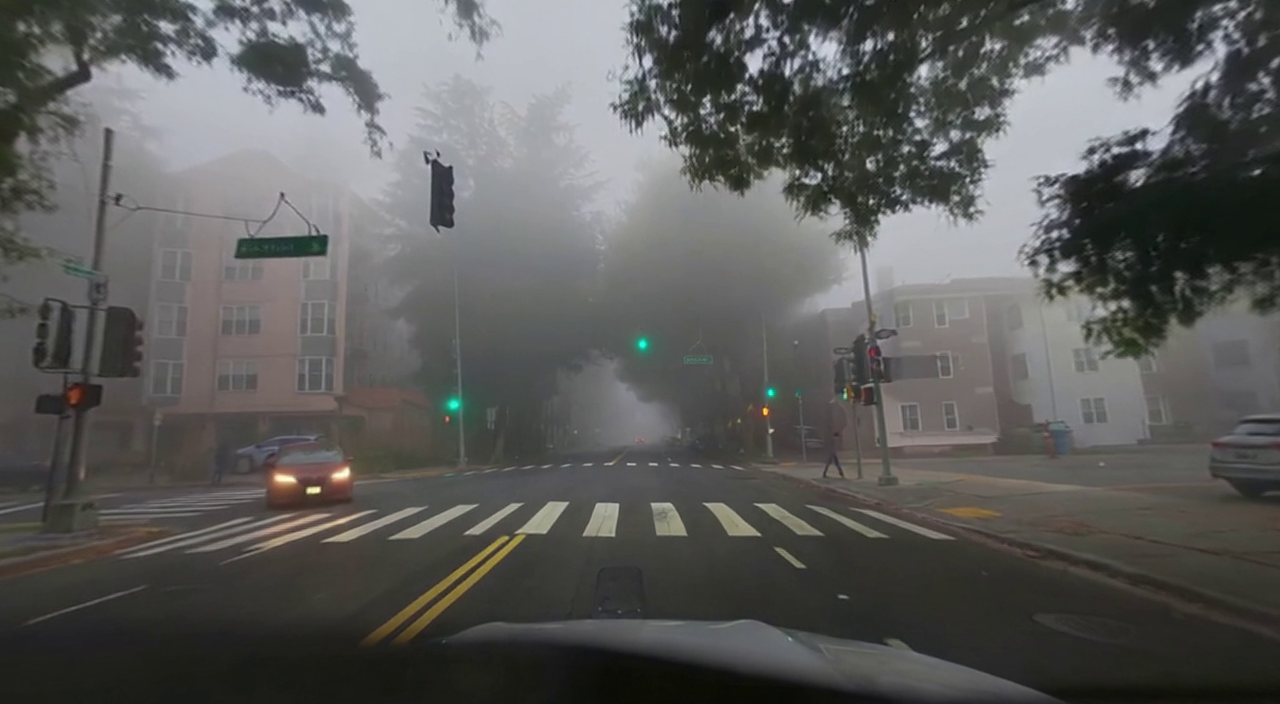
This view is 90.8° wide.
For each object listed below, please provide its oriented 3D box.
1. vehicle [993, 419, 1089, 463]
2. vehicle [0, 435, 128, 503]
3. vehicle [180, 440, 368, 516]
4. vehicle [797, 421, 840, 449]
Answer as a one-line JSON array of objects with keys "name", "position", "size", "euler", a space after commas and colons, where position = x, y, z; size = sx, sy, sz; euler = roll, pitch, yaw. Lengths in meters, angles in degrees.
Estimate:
[{"name": "vehicle", "position": [17.090, 3.846, 27.183], "size": [2.013, 1.722, 4.007], "euler": [-2, -9, 11]}, {"name": "vehicle", "position": [-18.804, 3.514, 19.027], "size": [4.804, 1.842, 2.171], "euler": [-1, -8, -2]}, {"name": "vehicle", "position": [-8.237, 2.836, 14.164], "size": [4.135, 1.424, 1.945], "euler": [-10, -12, 33]}, {"name": "vehicle", "position": [11.447, 5.410, 40.811], "size": [1.950, 1.714, 4.245], "euler": [-1, -9, 6]}]
